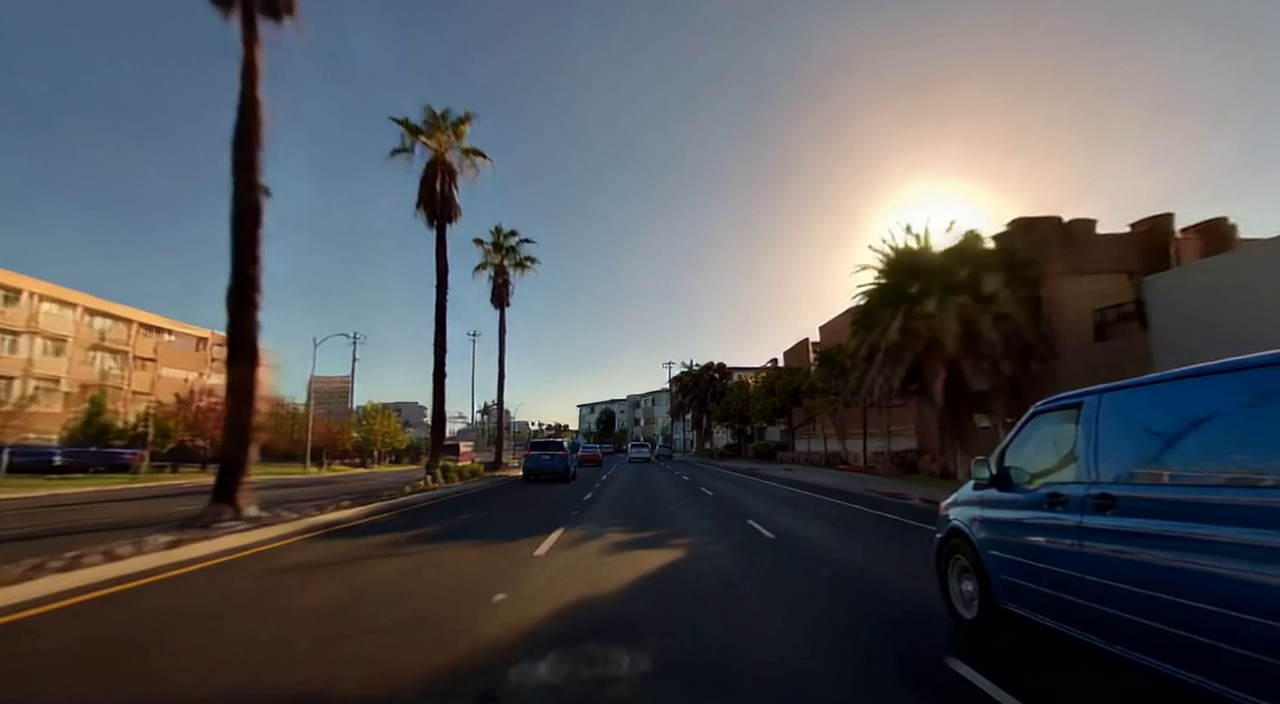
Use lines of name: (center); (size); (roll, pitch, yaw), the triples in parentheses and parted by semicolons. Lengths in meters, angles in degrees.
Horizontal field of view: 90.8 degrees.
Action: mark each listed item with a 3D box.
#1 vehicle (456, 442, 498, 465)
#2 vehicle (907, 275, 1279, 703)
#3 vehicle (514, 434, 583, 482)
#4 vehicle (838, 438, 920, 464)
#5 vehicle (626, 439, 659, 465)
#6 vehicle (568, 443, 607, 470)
vehicle: (-12.266, 7.682, 47.774); (1.989, 1.631, 4.500); (0, -9, 0)
vehicle: (3.463, 0.801, 3.065); (2.234, 1.912, 4.847); (0, -9, 1)
vehicle: (-3.430, 4.060, 24.450); (1.967, 1.703, 4.157); (0, -9, 1)
vehicle: (15.186, 6.317, 40.417); (1.945, 1.490, 4.748); (4, -10, -26)
vehicle: (0.124, 7.110, 44.868); (2.191, 1.761, 3.857); (0, -9, -1)
vehicle: (-2.932, 5.899, 35.857); (1.869, 1.454, 4.142); (0, -9, 0)
